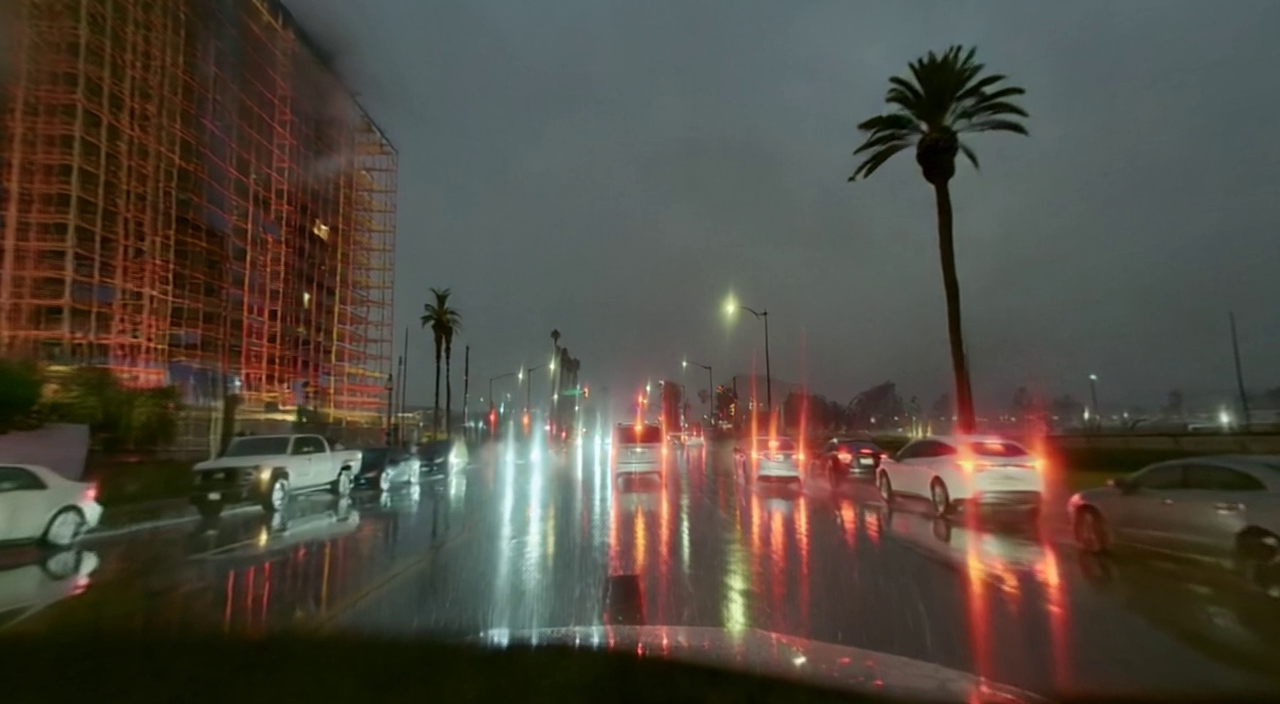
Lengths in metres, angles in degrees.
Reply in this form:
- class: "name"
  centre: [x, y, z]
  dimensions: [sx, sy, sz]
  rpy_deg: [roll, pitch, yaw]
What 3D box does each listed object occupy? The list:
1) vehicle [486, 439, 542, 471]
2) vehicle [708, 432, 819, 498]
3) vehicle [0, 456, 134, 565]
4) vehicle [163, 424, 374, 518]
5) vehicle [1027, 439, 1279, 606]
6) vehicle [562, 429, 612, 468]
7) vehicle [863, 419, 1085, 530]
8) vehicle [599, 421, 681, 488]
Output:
- class: "vehicle"
  centre: [-6.390, 5.262, 32.538]
  dimensions: [2.020, 1.486, 4.363]
  rpy_deg: [0, -8, 0]
- class: "vehicle"
  centre: [3.054, 2.881, 16.530]
  dimensions: [1.999, 1.487, 3.939]
  rpy_deg: [0, -8, -1]
- class: "vehicle"
  centre: [-9.892, 2.247, 8.792]
  dimensions: [1.804, 1.478, 4.734]
  rpy_deg: [0, -8, -1]
- class: "vehicle"
  centre: [-10.027, 3.324, 17.885]
  dimensions: [2.294, 1.948, 6.025]
  rpy_deg: [-6, -10, 0]
- class: "vehicle"
  centre: [6.445, 1.662, 6.737]
  dimensions: [1.819, 1.435, 4.337]
  rpy_deg: [0, -8, -1]
- class: "vehicle"
  centre: [-2.669, 4.982, 32.737]
  dimensions: [2.180, 1.879, 4.452]
  rpy_deg: [0, -8, 0]
- class: "vehicle"
  centre: [6.325, 2.351, 12.732]
  dimensions: [1.886, 1.792, 4.525]
  rpy_deg: [0, -8, -1]
- class: "vehicle"
  centre: [-0.011, 3.142, 19.605]
  dimensions: [2.264, 1.798, 4.258]
  rpy_deg: [0, -8, 0]
